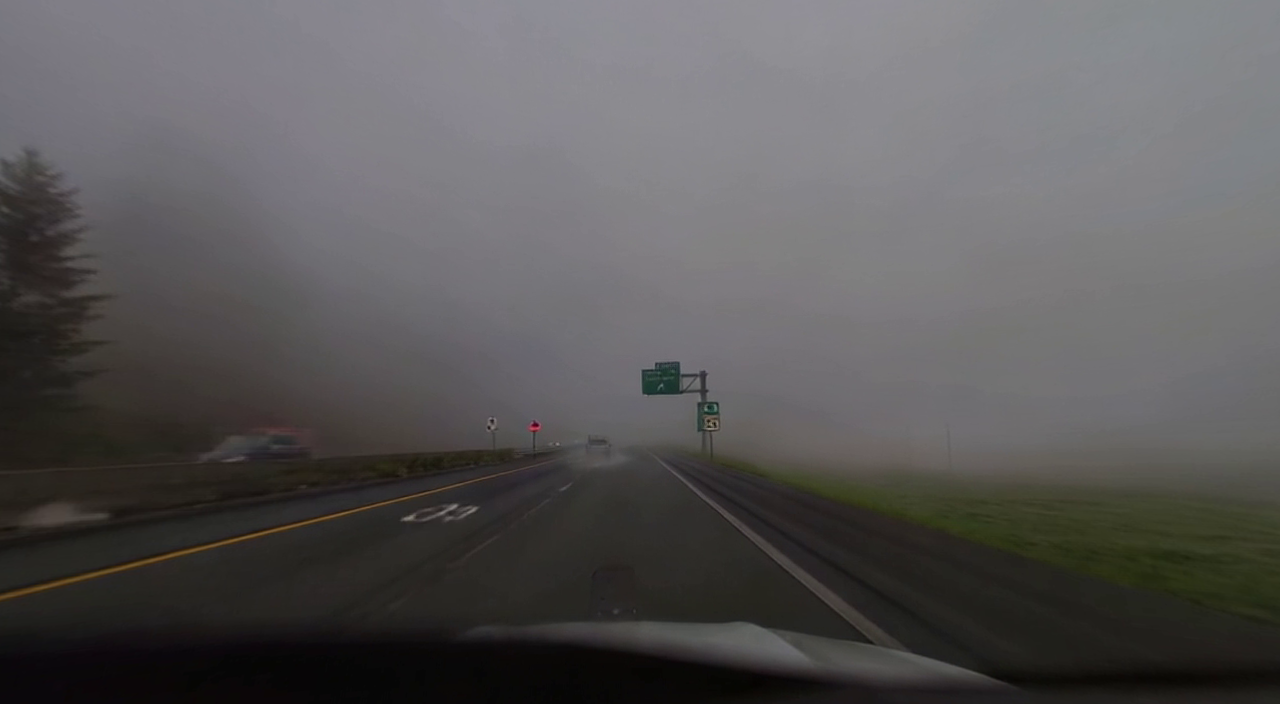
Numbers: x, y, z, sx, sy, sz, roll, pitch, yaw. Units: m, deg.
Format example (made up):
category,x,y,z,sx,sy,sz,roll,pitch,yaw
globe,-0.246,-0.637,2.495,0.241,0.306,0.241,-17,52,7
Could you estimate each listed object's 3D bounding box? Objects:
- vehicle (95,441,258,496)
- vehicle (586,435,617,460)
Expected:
category,x,y,z,sx,sy,sz,roll,pitch,yaw
vehicle,-14.865,3.715,20.588,1.900,1.558,4.499,-1,-8,0
vehicle,-2.924,7.350,48.520,2.188,1.825,4.282,-1,-8,-2
